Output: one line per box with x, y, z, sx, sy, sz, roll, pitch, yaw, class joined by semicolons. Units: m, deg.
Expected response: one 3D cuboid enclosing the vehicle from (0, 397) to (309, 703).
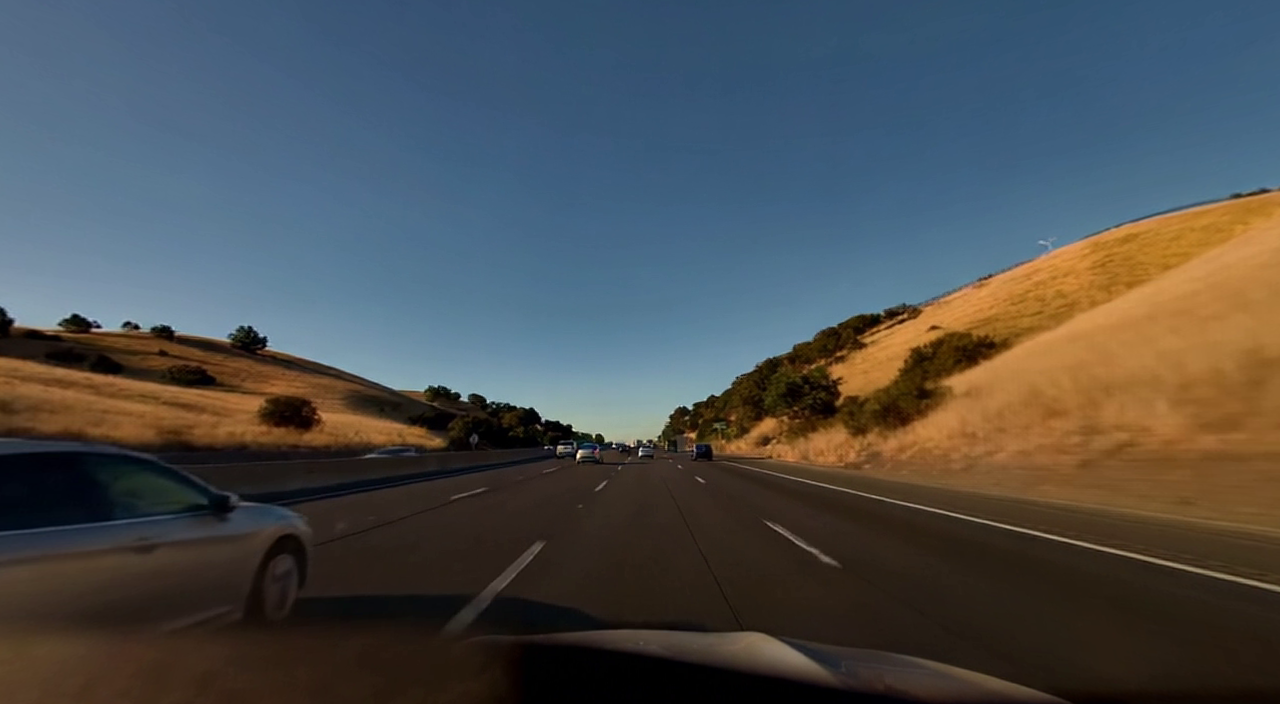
-3.375;0.899;2.129;1.997;1.502;4.554;0;-8;1;vehicle

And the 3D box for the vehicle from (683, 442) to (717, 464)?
4.420;7.480;46.808;2.027;1.525;4.348;0;-8;-1;vehicle

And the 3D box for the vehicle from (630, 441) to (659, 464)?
0.324;7.541;47.462;2.031;1.566;3.904;0;-8;0;vehicle

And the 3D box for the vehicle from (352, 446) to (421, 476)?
-13.269;5.703;33.249;1.815;1.414;4.210;0;-8;1;vehicle

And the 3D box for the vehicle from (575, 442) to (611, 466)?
-3.200;7.053;43.863;2.091;1.552;4.516;0;-8;0;vehicle
